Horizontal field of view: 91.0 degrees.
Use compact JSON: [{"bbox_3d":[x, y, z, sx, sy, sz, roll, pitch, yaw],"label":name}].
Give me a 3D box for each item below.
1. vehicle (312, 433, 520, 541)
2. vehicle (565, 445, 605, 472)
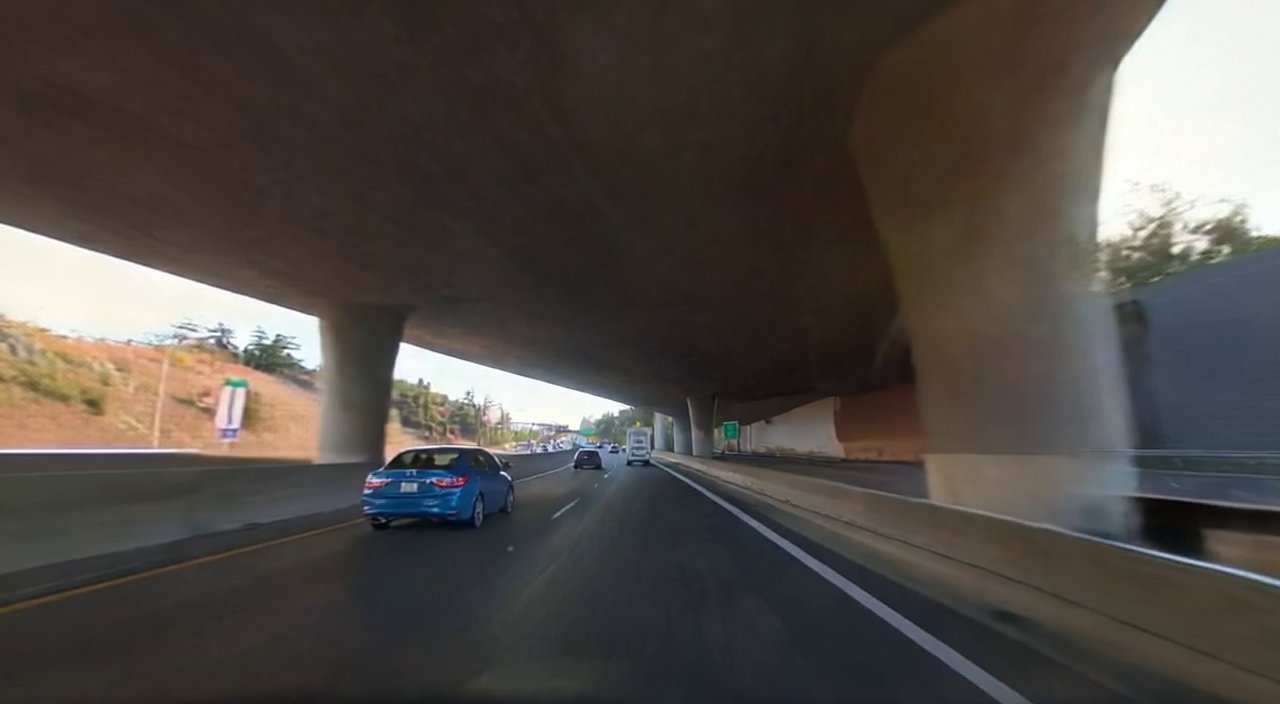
[{"bbox_3d":[-3.638,2.278,11.341,2.012,1.510,4.672,0,-9,0],"label":"vehicle"},{"bbox_3d":[-3.076,6.063,36.051,1.965,1.459,4.145,0,-9,-1],"label":"vehicle"}]
